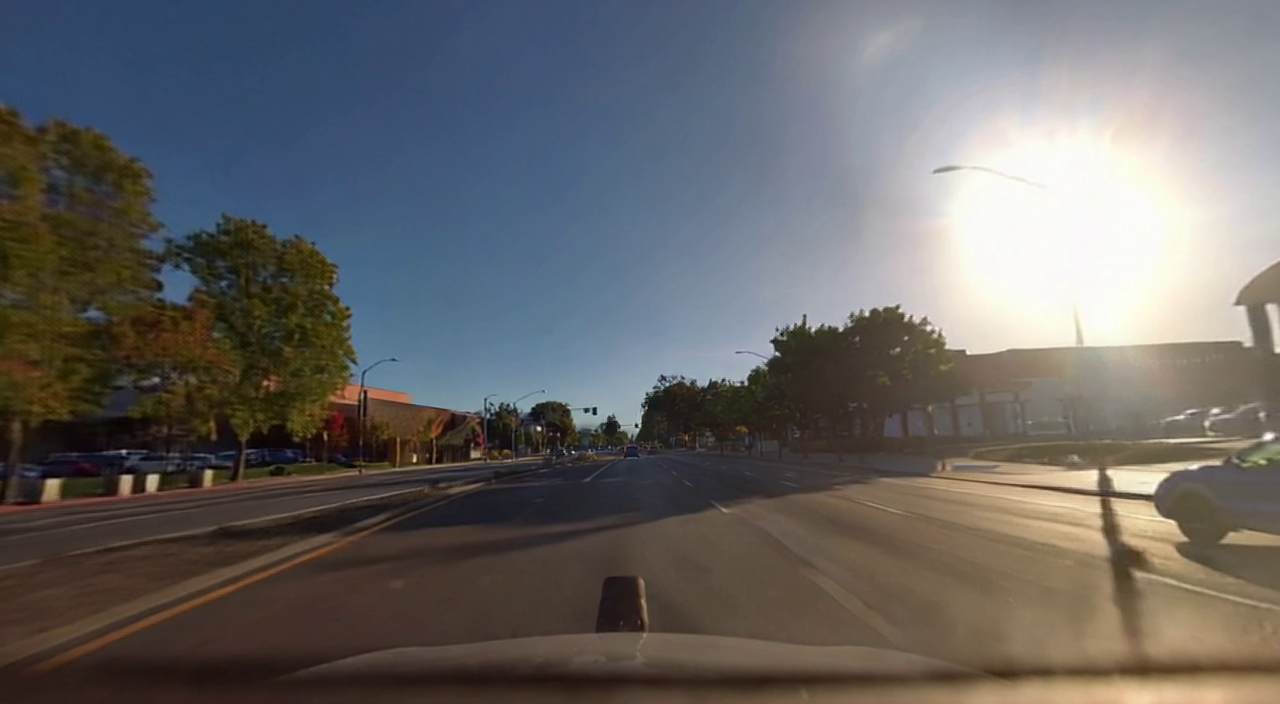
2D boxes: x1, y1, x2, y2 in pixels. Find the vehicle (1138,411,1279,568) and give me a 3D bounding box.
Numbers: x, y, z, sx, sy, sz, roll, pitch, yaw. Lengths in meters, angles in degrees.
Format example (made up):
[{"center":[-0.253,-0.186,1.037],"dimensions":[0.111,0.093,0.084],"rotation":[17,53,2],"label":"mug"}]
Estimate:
[{"center":[7.699,1.386,6.249],"dimensions":[1.918,1.632,4.368],"rotation":[0,-8,0],"label":"vehicle"}]
